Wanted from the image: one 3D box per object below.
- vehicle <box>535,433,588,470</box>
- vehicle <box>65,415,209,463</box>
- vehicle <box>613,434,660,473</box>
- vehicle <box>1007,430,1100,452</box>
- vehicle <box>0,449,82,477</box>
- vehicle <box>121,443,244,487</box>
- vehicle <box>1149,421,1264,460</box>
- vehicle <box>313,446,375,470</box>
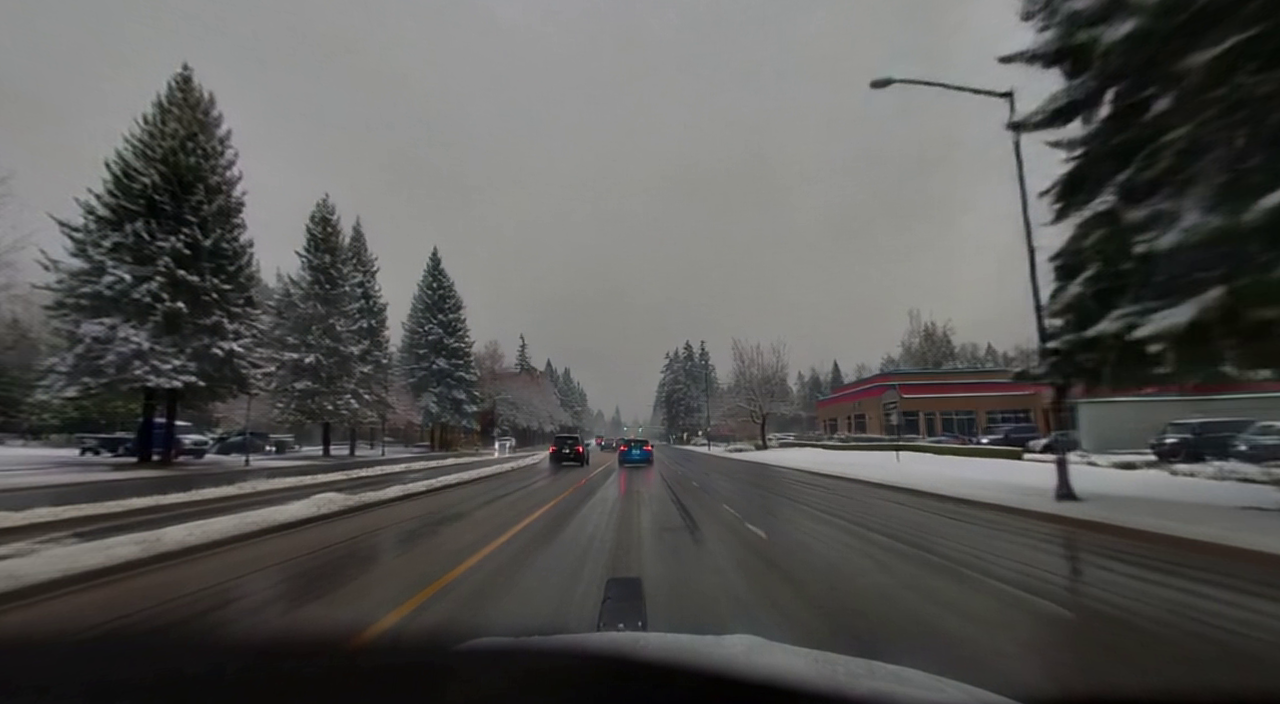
[{"bbox_3d":[-3.926,5.045,32.014,2.113,1.713,4.422,0,-8,0],"label":"vehicle"},{"bbox_3d":[-35.158,6.133,44.110,7.444,3.245,2.697,0,-8,-2],"label":"vehicle"},{"bbox_3d":[-0.159,4.683,29.186,2.042,1.641,4.187,0,-8,0],"label":"vehicle"},{"bbox_3d":[29.891,6.449,45.503,5.212,1.538,2.086,0,-8,1],"label":"vehicle"},{"bbox_3d":[-34.436,6.326,35.716,3.654,1.375,1.779,-1,-6,0],"label":"vehicle"},{"bbox_3d":[-19.448,4.782,26.992,1.946,1.725,4.508,0,-8,-1],"label":"vehicle"},{"bbox_3d":[31.317,4.904,34.806,4.175,2.084,2.155,0,-9,1],"label":"vehicle"},{"bbox_3d":[-19.970,7.150,42.551,1.994,1.475,4.521,0,-8,0],"label":"vehicle"}]
